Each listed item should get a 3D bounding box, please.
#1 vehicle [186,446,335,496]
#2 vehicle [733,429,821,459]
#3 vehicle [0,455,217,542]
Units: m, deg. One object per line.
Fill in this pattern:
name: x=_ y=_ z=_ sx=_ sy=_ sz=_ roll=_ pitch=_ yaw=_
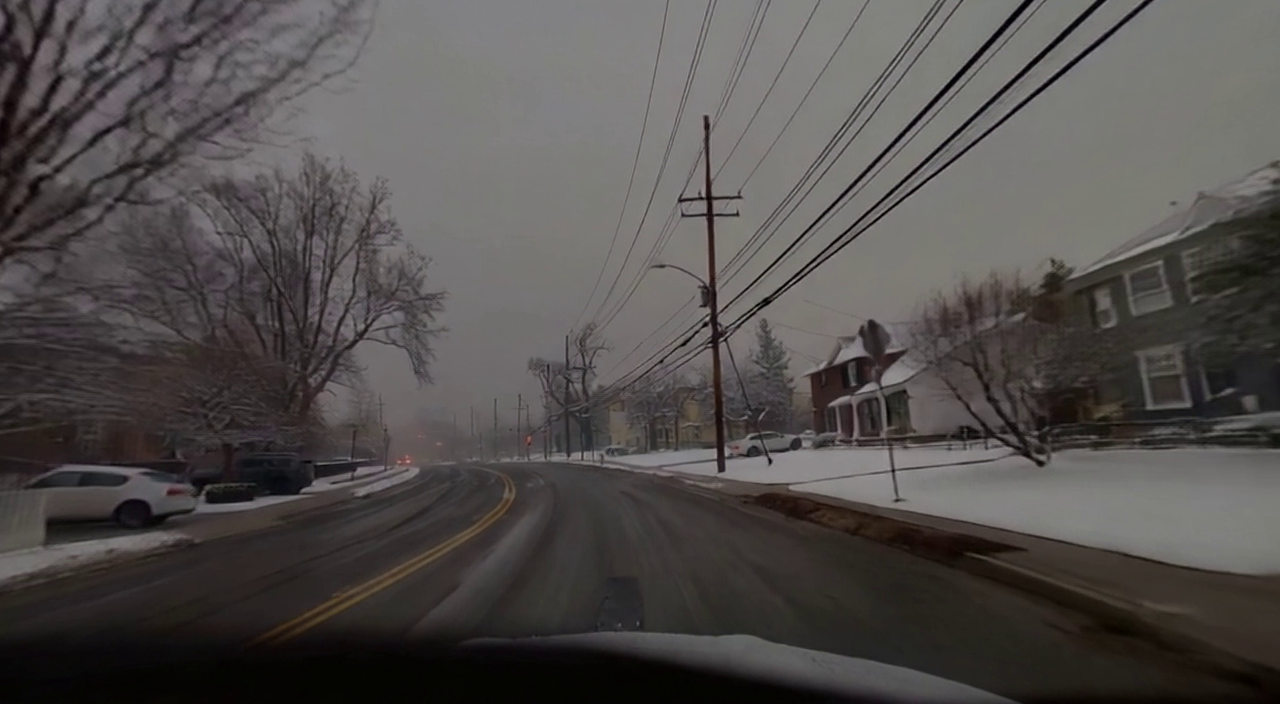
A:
vehicle: x=-14.510 y=4.551 z=24.363 sx=4.321 sy=1.772 sz=2.161 roll=-1 pitch=-8 yaw=2
vehicle: x=7.793 y=5.307 z=36.310 sx=4.566 sy=1.623 sz=1.906 roll=0 pitch=-8 yaw=0
vehicle: x=-11.792 y=3.066 z=13.837 sx=2.390 sy=1.431 sz=4.253 roll=0 pitch=-8 yaw=-6
